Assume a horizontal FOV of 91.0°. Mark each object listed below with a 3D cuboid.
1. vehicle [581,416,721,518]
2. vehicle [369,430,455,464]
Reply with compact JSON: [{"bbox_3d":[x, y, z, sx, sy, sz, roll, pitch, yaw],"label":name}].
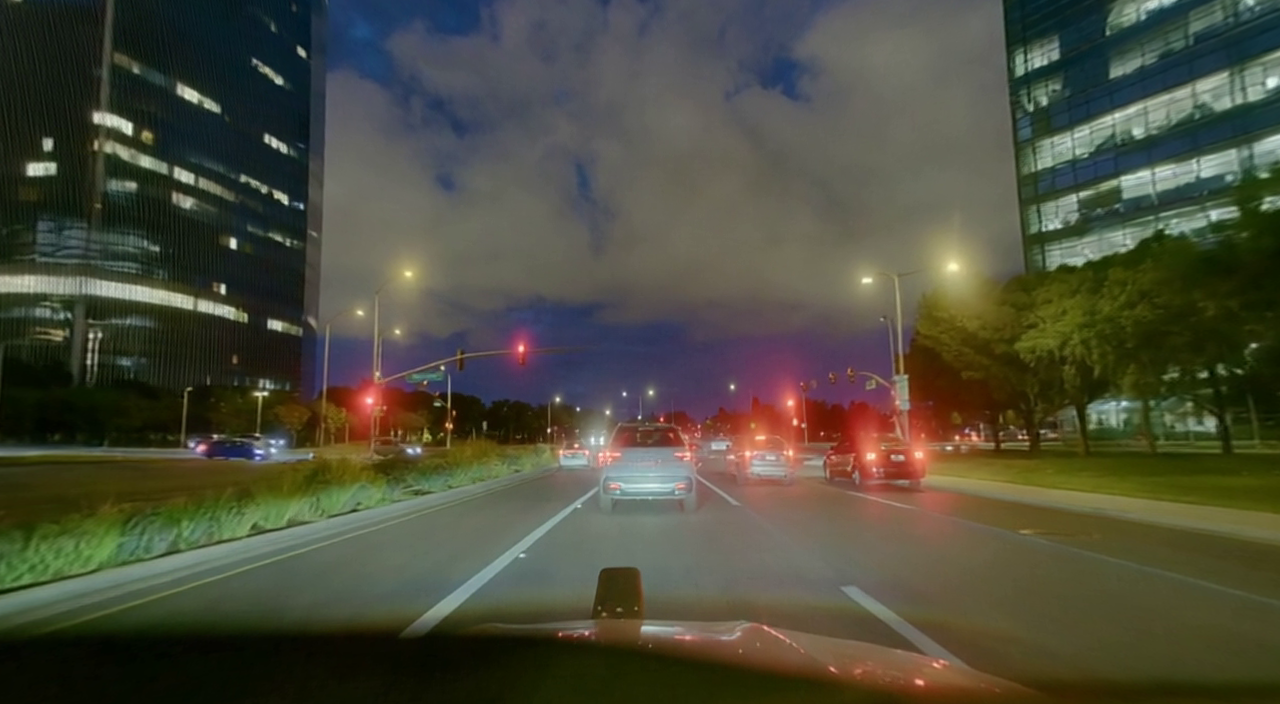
[{"bbox_3d":[0.223,2.491,14.078,2.601,1.878,4.535,0,-9,0],"label":"vehicle"},{"bbox_3d":[-16.691,6.924,45.913,6.448,2.310,2.717,-6,-11,37],"label":"vehicle"}]
